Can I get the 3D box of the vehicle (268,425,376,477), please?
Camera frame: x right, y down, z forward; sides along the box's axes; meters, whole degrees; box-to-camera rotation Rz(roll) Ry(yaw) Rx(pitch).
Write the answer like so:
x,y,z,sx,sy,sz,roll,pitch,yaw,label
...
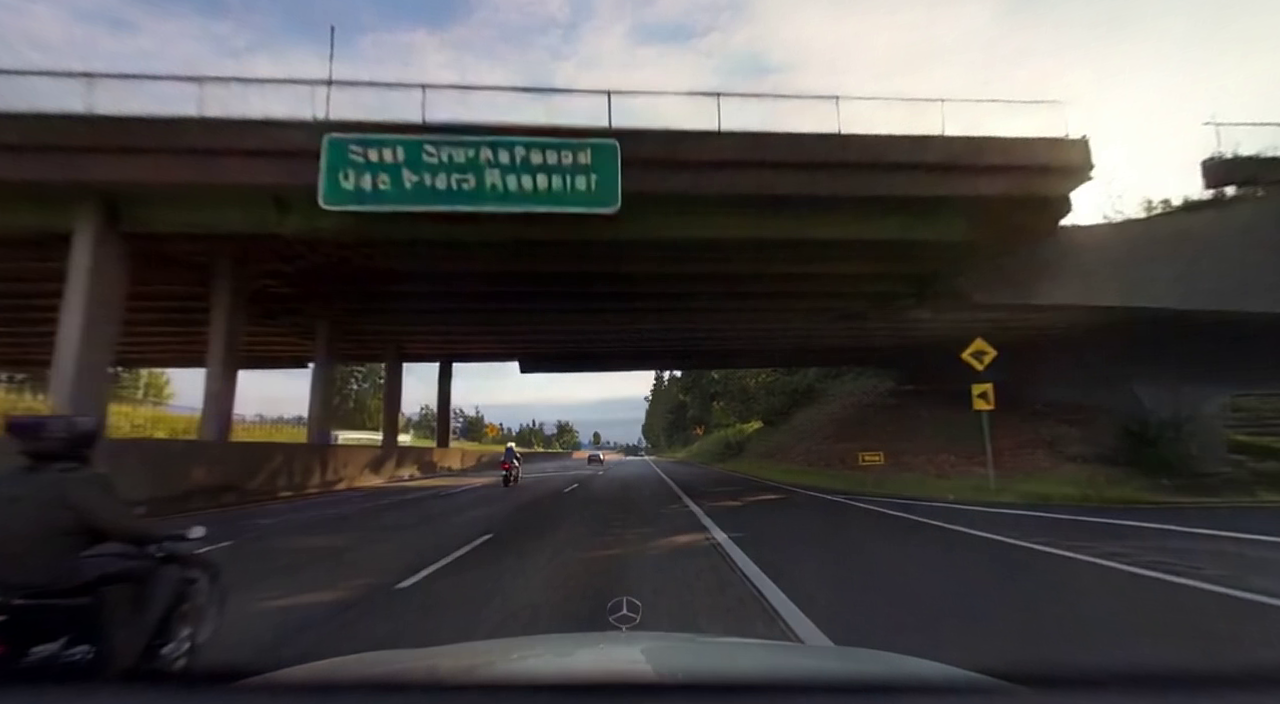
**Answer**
x,y,z,sx,sy,sz,roll,pitch,yaw,label
-24.130,7.618,48.780,2.882,3.551,10.371,0,-9,0,vehicle
